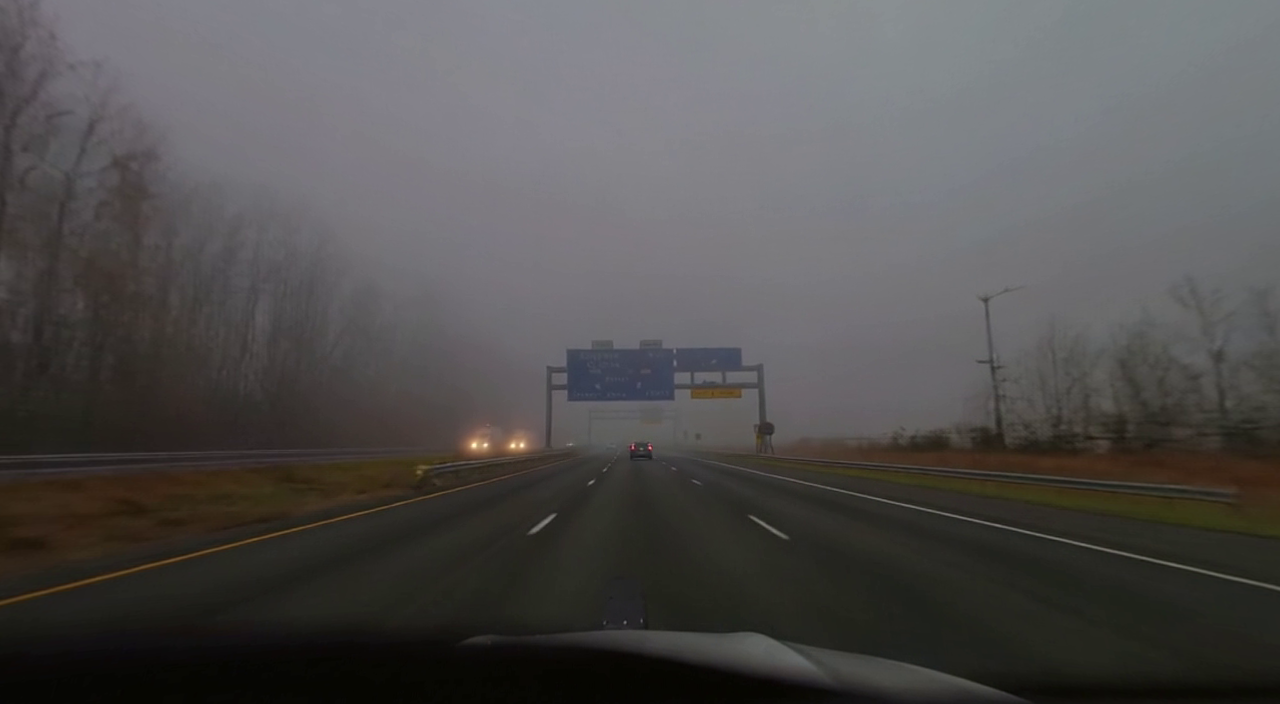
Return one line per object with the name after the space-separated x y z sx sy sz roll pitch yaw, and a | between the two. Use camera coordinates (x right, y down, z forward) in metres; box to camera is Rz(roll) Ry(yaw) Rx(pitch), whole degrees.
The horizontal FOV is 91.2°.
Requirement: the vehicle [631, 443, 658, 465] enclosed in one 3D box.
0.311 7.208 44.675 1.859 1.478 3.799 0 -8 0 | vehicle
